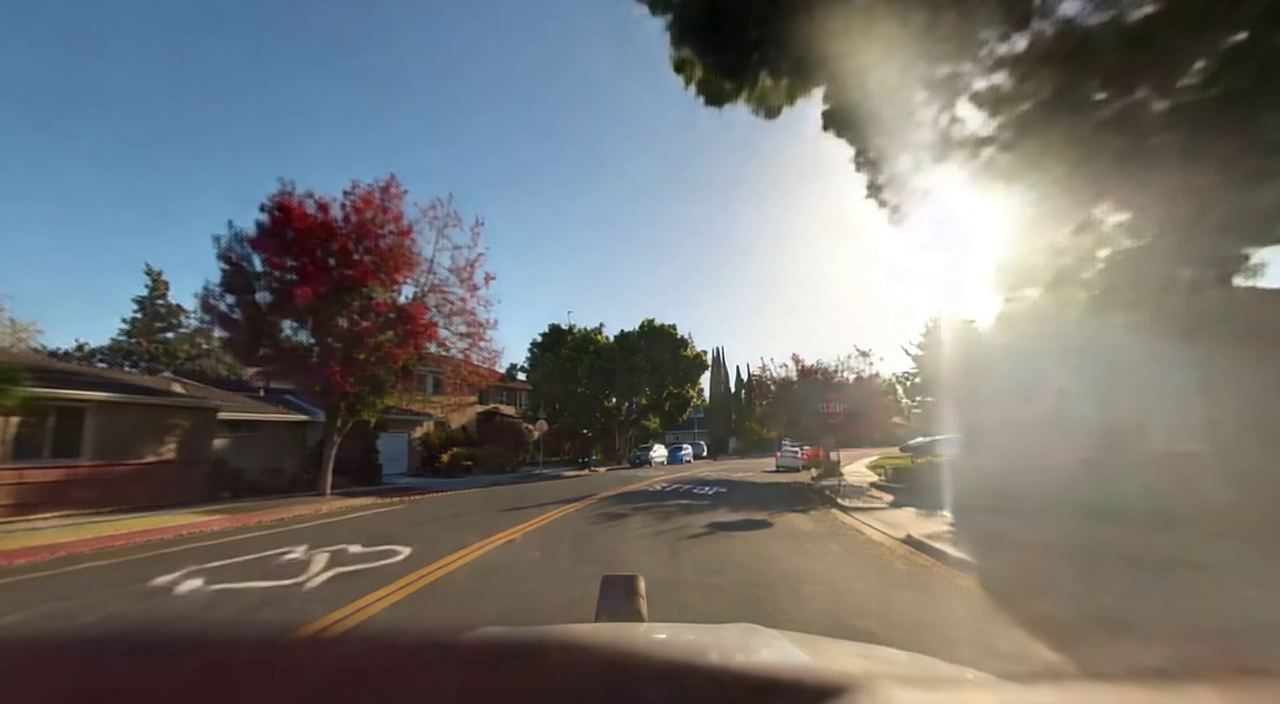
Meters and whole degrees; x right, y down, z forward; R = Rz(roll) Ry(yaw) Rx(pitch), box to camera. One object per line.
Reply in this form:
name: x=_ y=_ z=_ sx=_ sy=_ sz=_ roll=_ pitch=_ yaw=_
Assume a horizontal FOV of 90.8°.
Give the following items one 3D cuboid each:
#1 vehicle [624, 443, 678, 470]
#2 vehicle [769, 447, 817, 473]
vehicle: x=0.826 y=7.161 z=43.379 sx=2.030 sy=1.696 sz=4.828 roll=-4 pitch=-10 yaw=24
vehicle: x=9.287 y=6.464 z=38.039 sx=2.045 sy=1.478 sz=4.914 roll=-4 pitch=-9 yaw=21
